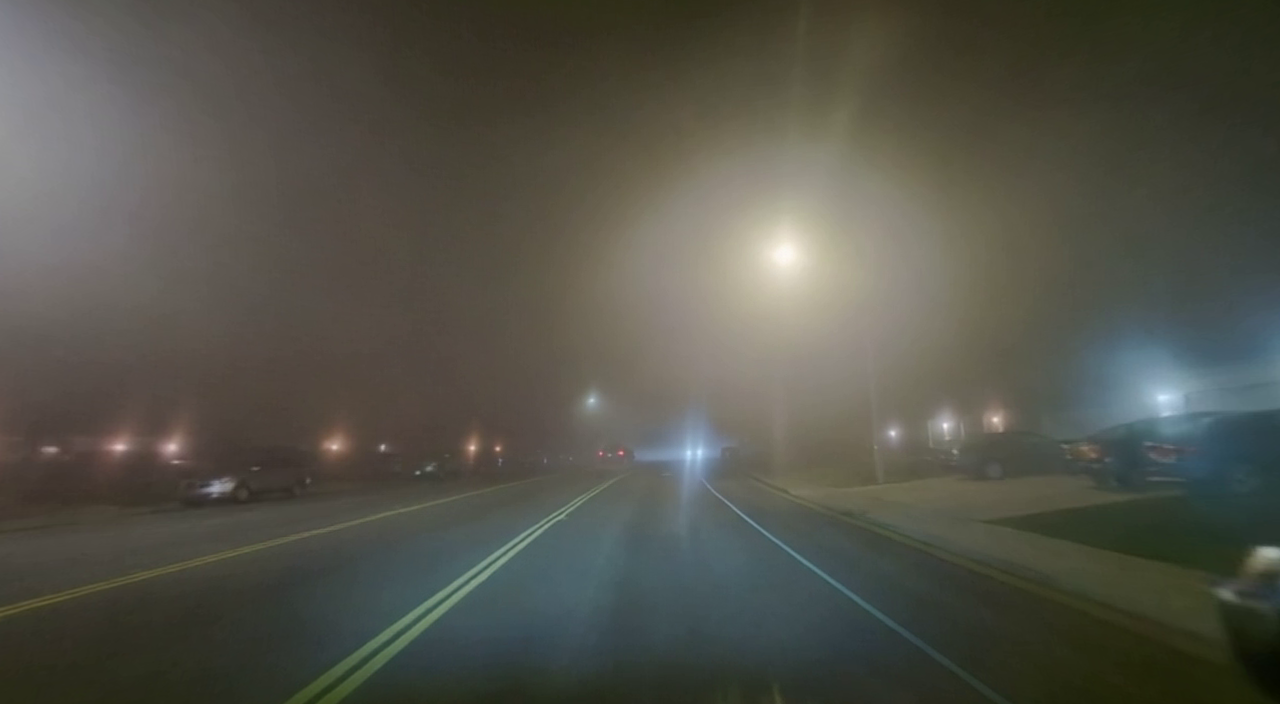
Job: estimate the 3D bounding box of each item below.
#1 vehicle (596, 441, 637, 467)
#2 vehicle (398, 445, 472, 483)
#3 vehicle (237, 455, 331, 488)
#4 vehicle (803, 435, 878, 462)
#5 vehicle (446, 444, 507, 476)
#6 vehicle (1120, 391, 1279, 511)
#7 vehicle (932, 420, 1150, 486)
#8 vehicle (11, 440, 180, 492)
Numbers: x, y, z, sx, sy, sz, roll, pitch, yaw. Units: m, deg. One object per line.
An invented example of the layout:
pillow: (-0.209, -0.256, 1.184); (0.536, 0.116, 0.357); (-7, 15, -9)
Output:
vehicle: (-1.608, 7.258, 45.139); (2.135, 1.731, 4.232); (-1, -9, 8)
vehicle: (-12.216, 6.666, 38.078); (2.157, 1.882, 5.479); (-7, -9, 5)
vehicle: (-17.289, 5.799, 30.946); (1.872, 1.396, 4.150); (-1, -8, 6)
vehicle: (13.475, 6.510, 42.640); (4.383, 1.602, 1.920); (-4, -9, 5)
vehicle: (-11.395, 7.553, 44.567); (2.114, 1.931, 5.936); (-4, -9, 7)
vehicle: (11.664, 1.526, 10.704); (5.036, 1.782, 2.098); (-5, -9, 6)
vehicle: (11.281, 2.889, 18.140); (4.757, 1.536, 1.938); (-4, -9, 6)
vehicle: (-20.437, 4.318, 23.860); (4.628, 1.808, 1.899); (0, -12, 5)
